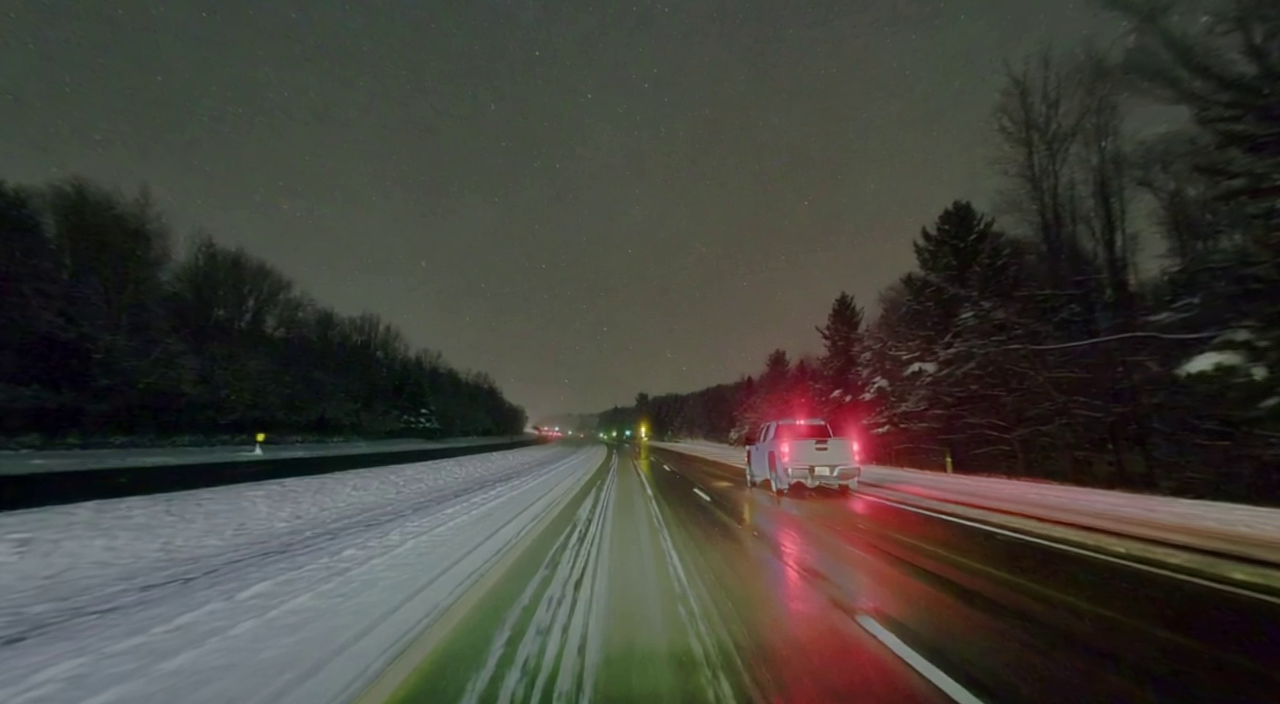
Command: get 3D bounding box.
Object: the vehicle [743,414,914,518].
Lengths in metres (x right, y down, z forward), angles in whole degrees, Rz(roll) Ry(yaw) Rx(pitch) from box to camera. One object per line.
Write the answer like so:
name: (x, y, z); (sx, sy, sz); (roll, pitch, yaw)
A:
vehicle: (3.387, 2.118, 12.303); (1.941, 1.655, 4.137); (0, -8, -2)
